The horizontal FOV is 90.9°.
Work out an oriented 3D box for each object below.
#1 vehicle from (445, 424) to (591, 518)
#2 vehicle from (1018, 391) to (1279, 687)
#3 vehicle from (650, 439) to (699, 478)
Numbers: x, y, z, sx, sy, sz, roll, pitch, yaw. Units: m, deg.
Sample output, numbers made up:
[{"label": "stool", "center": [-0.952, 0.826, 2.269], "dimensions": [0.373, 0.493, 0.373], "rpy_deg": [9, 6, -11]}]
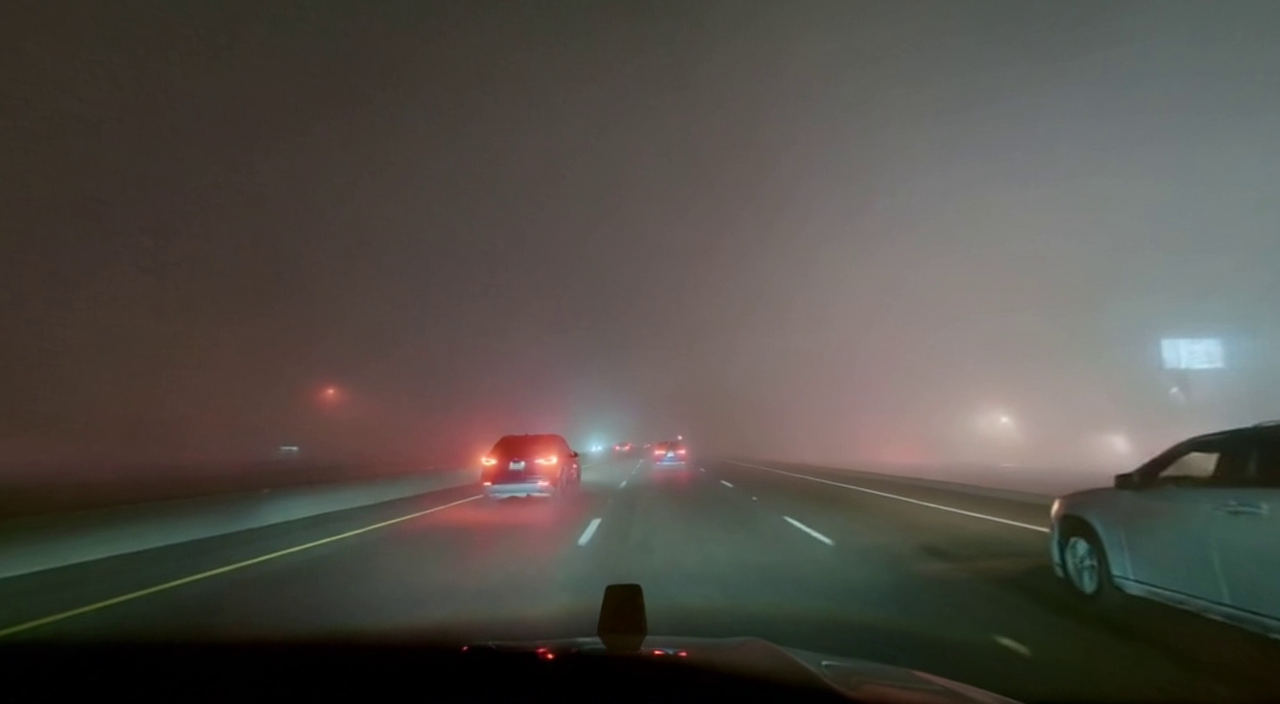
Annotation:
[{"label": "vehicle", "center": [-2.502, 2.607, 14.355], "dimensions": [2.239, 1.761, 4.620], "rpy_deg": [-1, -8, 2]}, {"label": "vehicle", "center": [4.479, 1.018, 3.465], "dimensions": [2.027, 1.588, 4.611], "rpy_deg": [0, -8, 2]}, {"label": "vehicle", "center": [1.448, 4.685, 28.032], "dimensions": [2.000, 1.558, 3.945], "rpy_deg": [0, -8, 1]}]
